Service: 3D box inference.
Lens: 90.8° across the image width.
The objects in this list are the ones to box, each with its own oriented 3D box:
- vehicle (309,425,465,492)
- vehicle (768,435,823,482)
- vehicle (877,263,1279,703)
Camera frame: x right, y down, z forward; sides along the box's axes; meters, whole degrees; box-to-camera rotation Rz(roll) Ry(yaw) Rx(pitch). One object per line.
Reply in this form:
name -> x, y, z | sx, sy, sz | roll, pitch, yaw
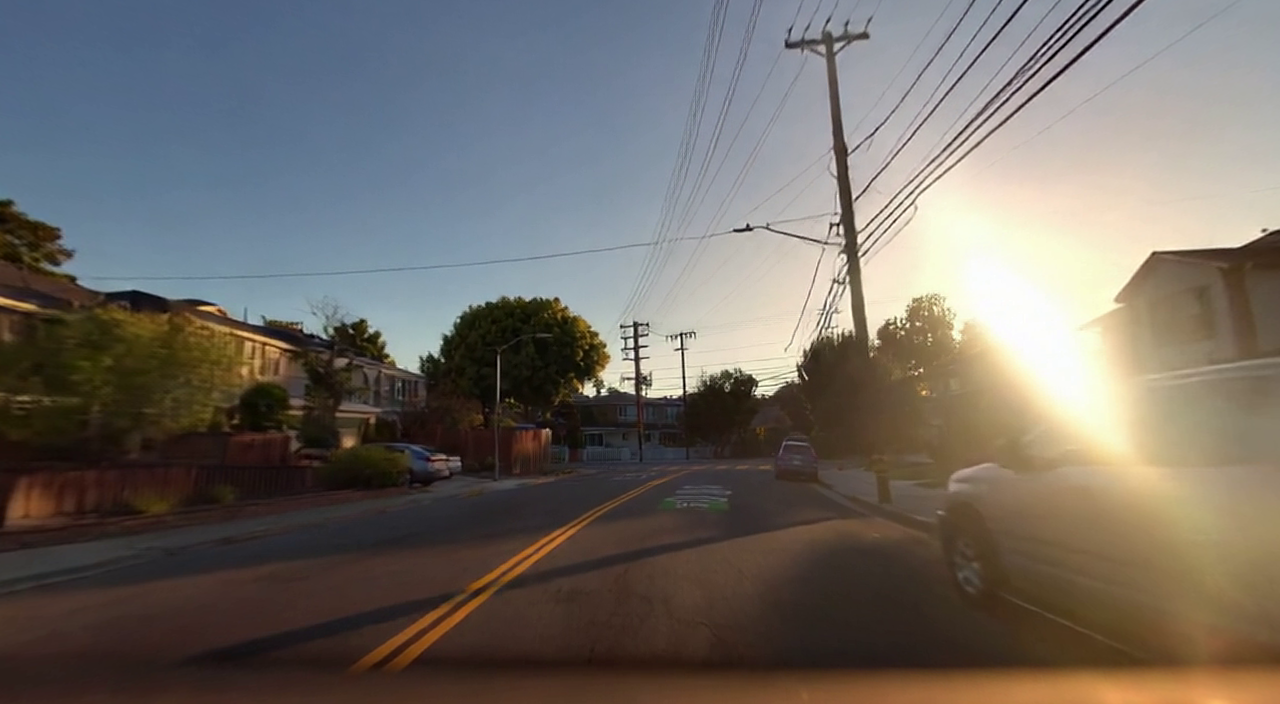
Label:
vehicle -> -9.925, 4.160, 24.977 | 5.228, 2.041, 2.023 | 4, -8, 9
vehicle -> 6.795, 4.636, 27.773 | 2.070, 1.847, 4.457 | -2, -9, 13
vehicle -> 3.280, 0.742, 2.528 | 2.273, 1.938, 6.400 | 0, -9, 1
